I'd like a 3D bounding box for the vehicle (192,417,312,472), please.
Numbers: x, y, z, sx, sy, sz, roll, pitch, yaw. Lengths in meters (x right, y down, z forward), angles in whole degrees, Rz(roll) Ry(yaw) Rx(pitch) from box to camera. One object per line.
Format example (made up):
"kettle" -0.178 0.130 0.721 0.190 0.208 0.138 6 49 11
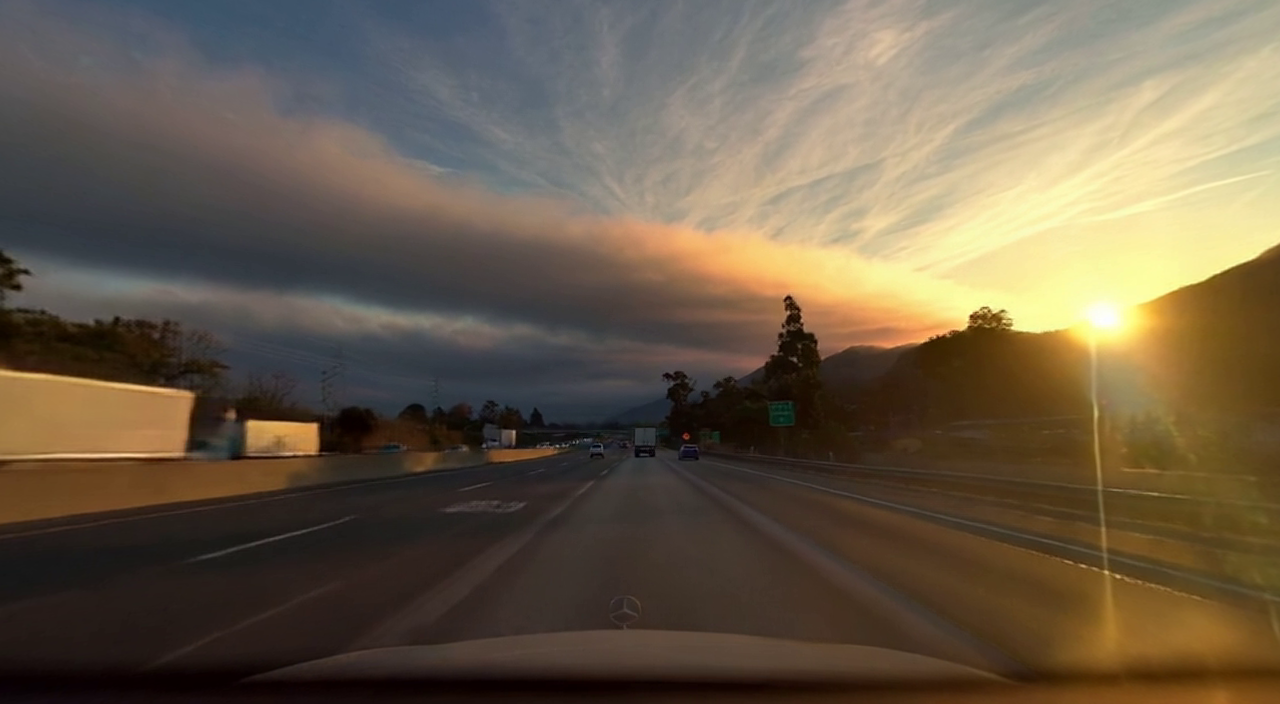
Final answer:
"vehicle" -23.615 5.713 38.811 2.858 3.052 6.823 0 -8 1

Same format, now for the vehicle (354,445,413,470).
"vehicle" -15.433 6.350 38.092 1.840 1.450 4.058 0 -8 1

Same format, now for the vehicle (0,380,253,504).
"vehicle" -19.578 3.324 23.074 2.809 3.503 12.263 0 -8 1
